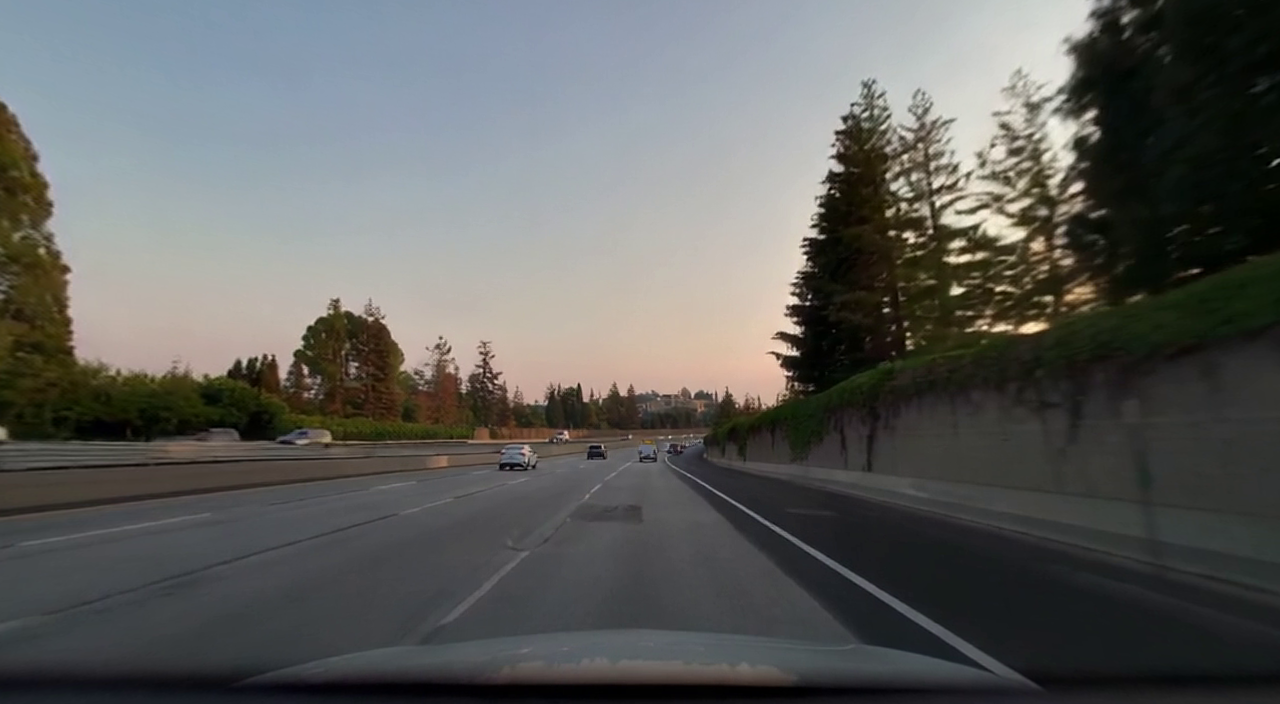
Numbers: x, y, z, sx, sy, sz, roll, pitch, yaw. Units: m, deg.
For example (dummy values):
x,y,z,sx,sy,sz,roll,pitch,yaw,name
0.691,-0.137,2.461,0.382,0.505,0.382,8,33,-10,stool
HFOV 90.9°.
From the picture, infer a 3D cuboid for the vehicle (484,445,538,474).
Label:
x,y,z,sx,sy,sz,roll,pitch,yaw,name
-6.970,5.841,34.454,1.966,1.488,4.243,-1,-9,2,vehicle
